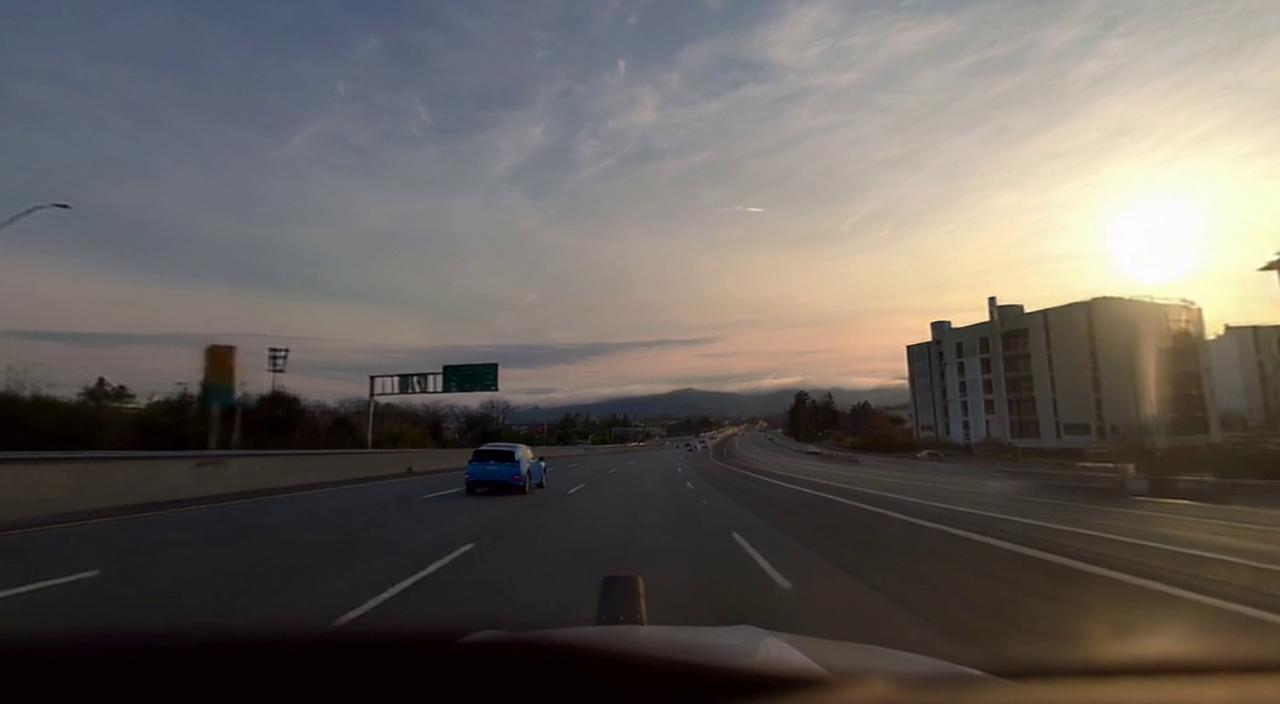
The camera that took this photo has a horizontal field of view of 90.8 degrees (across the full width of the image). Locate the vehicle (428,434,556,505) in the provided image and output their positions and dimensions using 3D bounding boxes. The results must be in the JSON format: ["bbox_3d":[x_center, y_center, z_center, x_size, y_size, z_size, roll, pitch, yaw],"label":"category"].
[{"bbox_3d":[-3.632,2.988,16.593,2.087,1.566,4.756,-1,-8,2],"label":"vehicle"}]
